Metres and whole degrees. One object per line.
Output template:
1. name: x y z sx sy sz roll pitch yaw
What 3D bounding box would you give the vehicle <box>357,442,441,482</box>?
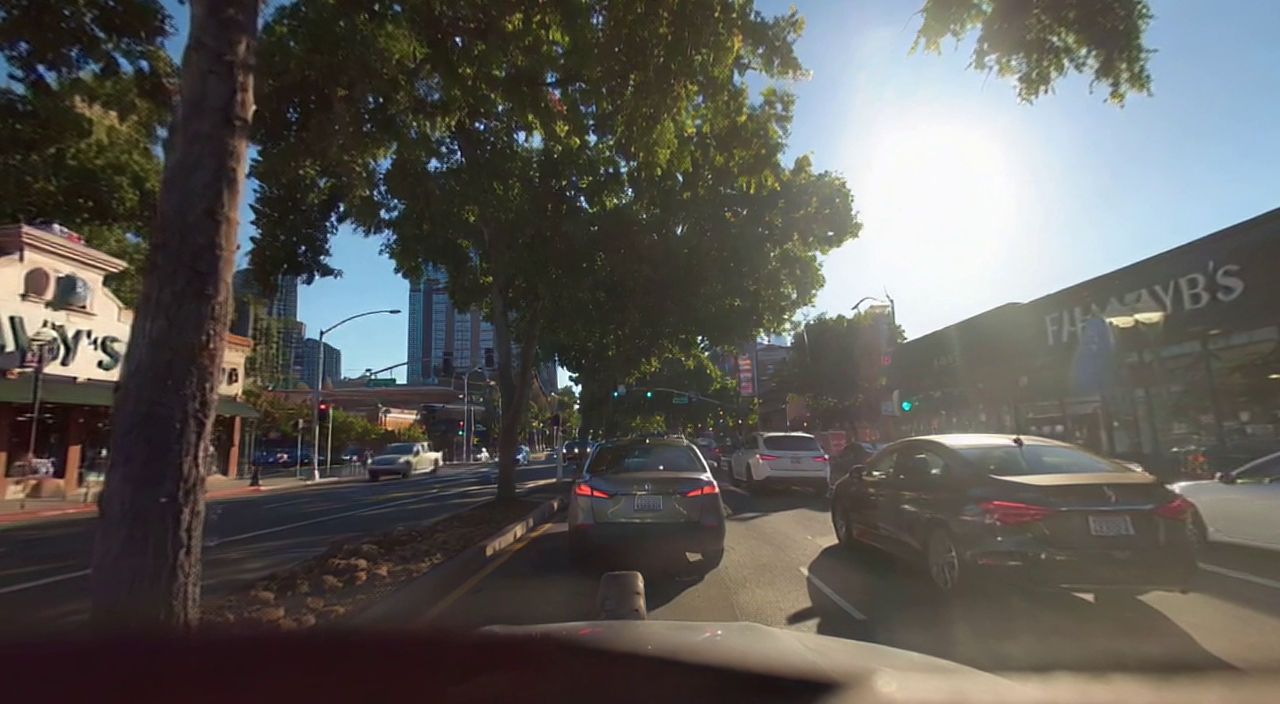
1. vehicle: -11.326 5.174 30.075 2.042 1.749 4.629 -1 -8 1

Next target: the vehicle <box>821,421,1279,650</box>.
1. vehicle: 3.414 1.525 6.317 1.988 1.480 4.195 0 -8 1

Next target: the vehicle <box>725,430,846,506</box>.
1. vehicle: 3.544 2.914 16.322 2.025 1.660 4.334 0 -8 -1

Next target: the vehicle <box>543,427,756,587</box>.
1. vehicle: 0.061 1.732 7.808 2.006 1.487 3.535 0 -8 -1
